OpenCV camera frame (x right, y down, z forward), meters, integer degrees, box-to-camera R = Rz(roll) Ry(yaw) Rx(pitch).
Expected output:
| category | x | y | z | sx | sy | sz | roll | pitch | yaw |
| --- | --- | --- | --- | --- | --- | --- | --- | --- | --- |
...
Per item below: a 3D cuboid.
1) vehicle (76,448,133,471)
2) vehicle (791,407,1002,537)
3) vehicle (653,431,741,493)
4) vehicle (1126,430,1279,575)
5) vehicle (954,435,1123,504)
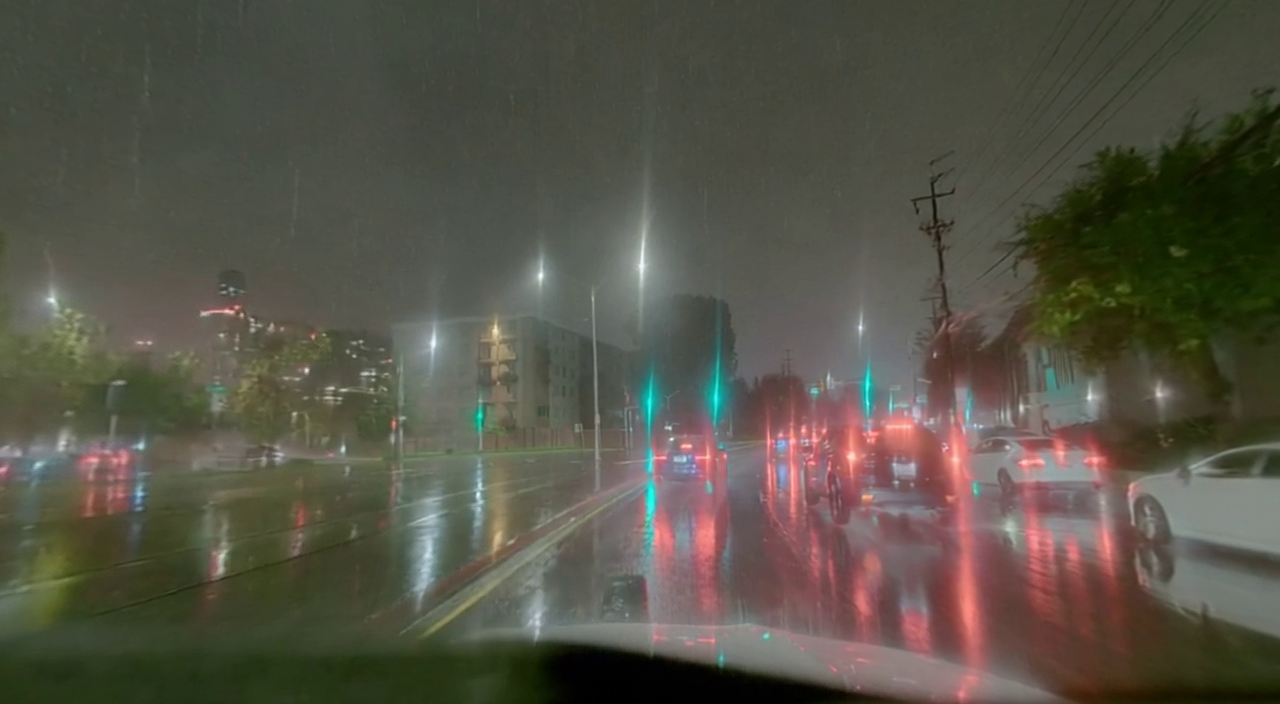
| category | x | y | z | sx | sy | sz | roll | pitch | yaw |
| --- | --- | --- | --- | --- | --- | --- | --- | --- | --- |
| vehicle | -38.366 | 7.667 | 45.097 | 4.848 | 1.498 | 2.009 | -7 | -11 | 37 |
| vehicle | 4.225 | 2.069 | 11.438 | 2.119 | 1.810 | 4.848 | -1 | -9 | 5 |
| vehicle | 1.744 | 3.067 | 17.857 | 2.168 | 1.527 | 4.174 | -1 | -9 | 9 |
| vehicle | 7.465 | 1.511 | 6.250 | 1.866 | 1.471 | 4.478 | 0 | -9 | 3 |
| vehicle | 9.758 | 2.880 | 15.938 | 1.882 | 1.463 | 4.543 | -1 | -9 | 9 |
